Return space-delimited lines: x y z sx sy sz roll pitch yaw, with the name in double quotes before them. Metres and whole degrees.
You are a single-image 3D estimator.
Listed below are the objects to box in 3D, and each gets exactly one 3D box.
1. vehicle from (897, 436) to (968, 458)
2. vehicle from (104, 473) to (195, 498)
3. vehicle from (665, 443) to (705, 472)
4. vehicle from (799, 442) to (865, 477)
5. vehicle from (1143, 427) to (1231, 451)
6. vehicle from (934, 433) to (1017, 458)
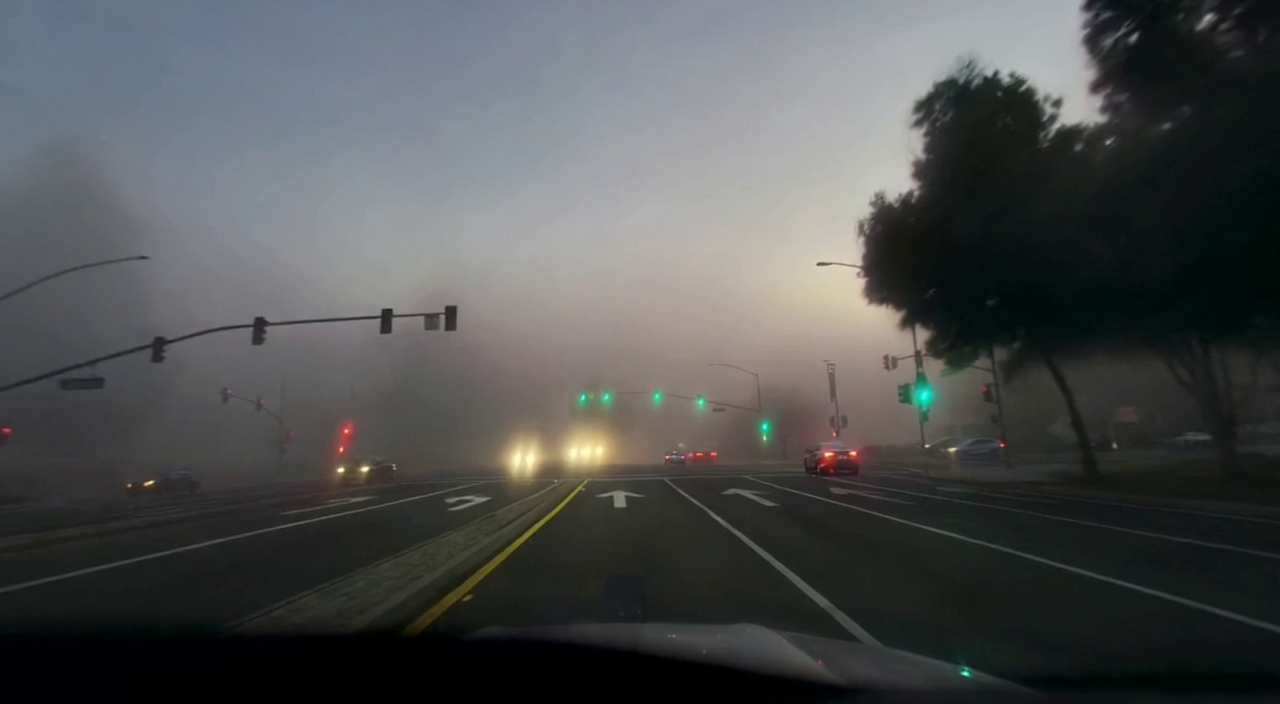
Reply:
"vehicle" 22.599 7.372 48.936 4.475 1.682 2.044 0 -9 -2
"vehicle" -34.029 9.246 43.899 4.552 1.544 2.010 0 -9 -1
"vehicle" 2.579 6.156 37.103 1.917 1.538 4.259 0 -9 -2
"vehicle" 9.584 5.365 31.926 1.798 1.621 4.304 0 -9 -2
"vehicle" 39.832 6.355 46.081 4.517 1.643 1.945 0 -9 0
"vehicle" 24.413 6.799 46.046 4.747 1.766 2.179 0 -9 -1
